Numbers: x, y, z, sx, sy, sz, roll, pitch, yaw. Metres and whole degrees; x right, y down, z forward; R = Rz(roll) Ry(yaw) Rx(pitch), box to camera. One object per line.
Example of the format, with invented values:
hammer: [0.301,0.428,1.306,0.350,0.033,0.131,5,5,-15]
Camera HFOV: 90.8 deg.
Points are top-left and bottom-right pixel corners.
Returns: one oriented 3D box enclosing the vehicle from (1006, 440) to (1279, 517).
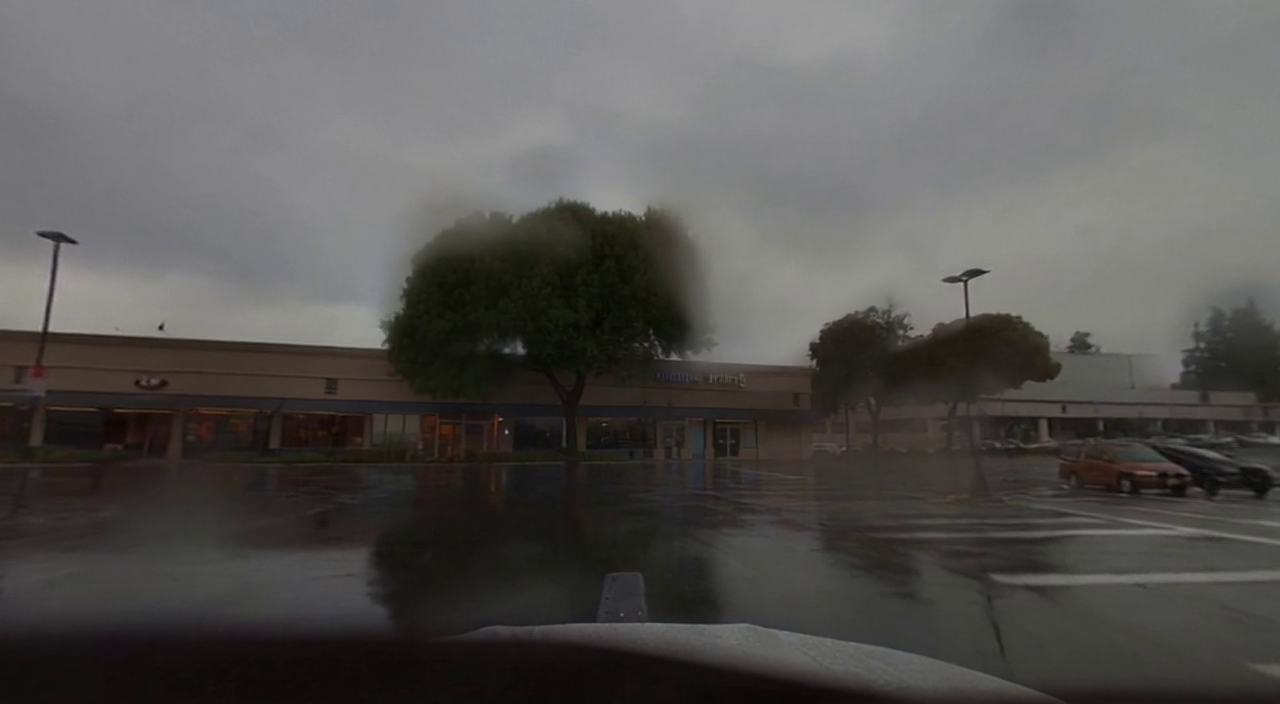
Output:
vehicle: [11.557,2.882,15.112,2.140,1.507,4.856,1,-8,-9]
